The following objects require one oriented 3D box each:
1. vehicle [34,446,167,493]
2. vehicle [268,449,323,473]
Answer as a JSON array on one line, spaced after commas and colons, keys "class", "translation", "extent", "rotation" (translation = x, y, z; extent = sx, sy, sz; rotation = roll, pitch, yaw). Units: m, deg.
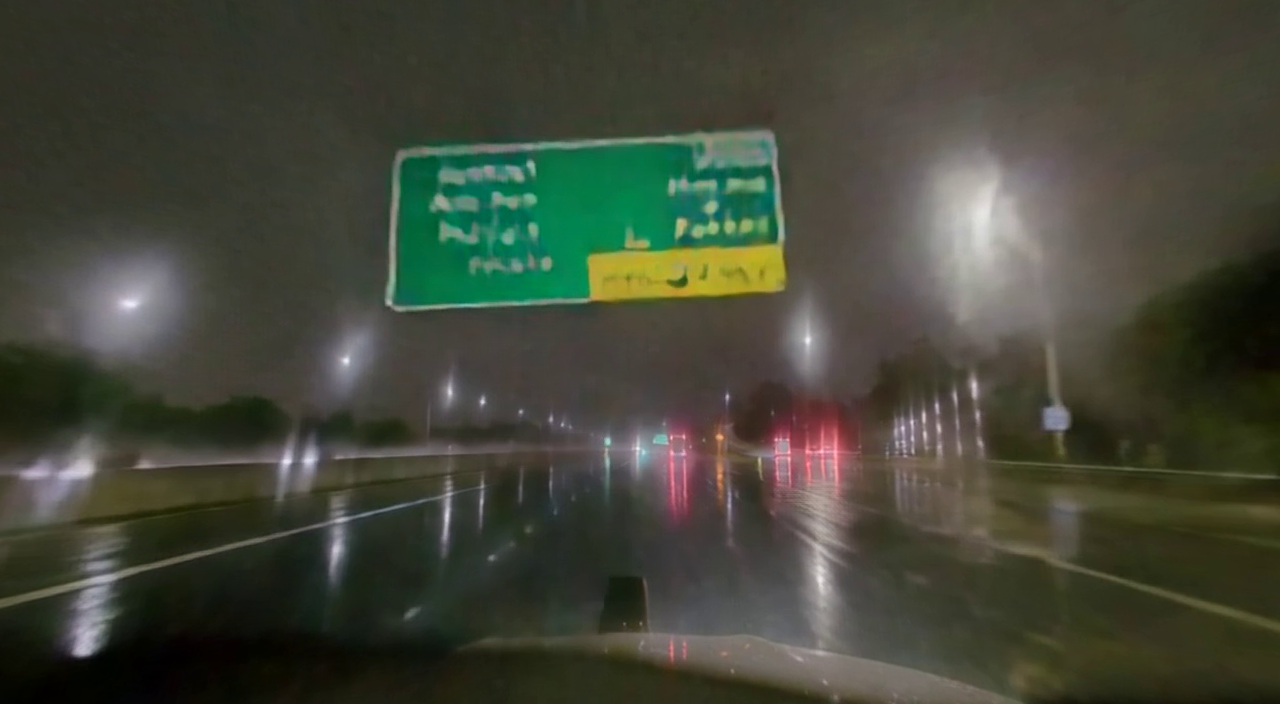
[{"class": "vehicle", "translation": [-17.128, 3.705, 20.208], "extent": [1.431, 1.335, 3.156], "rotation": [0, -8, 0]}, {"class": "vehicle", "translation": [-20.272, 6.399, 37.218], "extent": [1.480, 1.315, 3.196], "rotation": [0, -8, -1]}]
